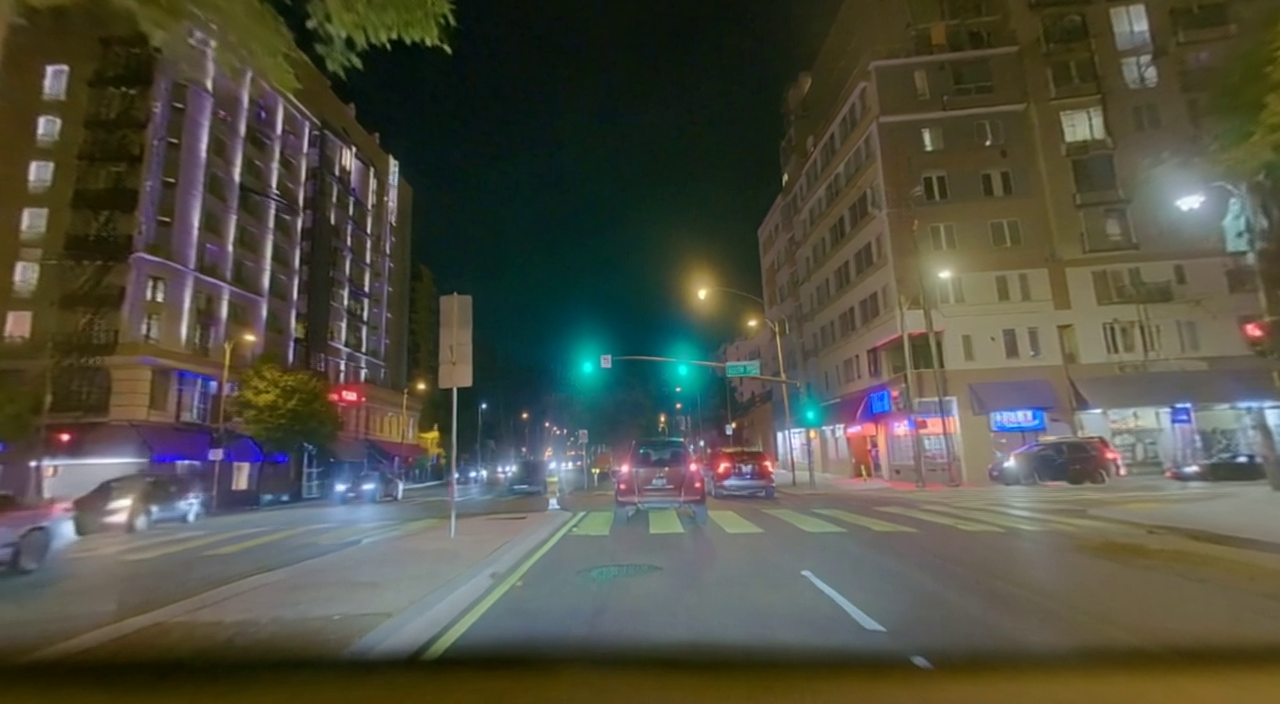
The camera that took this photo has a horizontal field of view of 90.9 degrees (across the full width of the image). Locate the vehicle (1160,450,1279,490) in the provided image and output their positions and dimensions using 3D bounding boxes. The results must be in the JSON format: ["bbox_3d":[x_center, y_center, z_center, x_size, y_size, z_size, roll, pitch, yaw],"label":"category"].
[{"bbox_3d":[23.071,4.582,24.679,3.919,1.446,1.721,0,-9,-2],"label":"vehicle"}]

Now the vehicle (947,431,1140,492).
[{"bbox_3d":[14.031,3.855,22.272,5.156,2.005,2.122,-1,-9,6],"label":"vehicle"}]

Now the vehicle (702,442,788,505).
[{"bbox_3d":[3.220,3.793,20.149,1.939,1.746,4.091,0,-9,-2],"label":"vehicle"}]

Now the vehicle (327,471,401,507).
[{"bbox_3d":[-14.165,7.045,32.689,1.856,1.521,4.309,0,-9,0],"label":"vehicle"}]

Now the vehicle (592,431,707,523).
[{"bbox_3d":[0.154,2.734,14.313,2.209,1.748,4.130,0,-9,-1],"label":"vehicle"}]

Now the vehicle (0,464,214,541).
[{"bbox_3d":[-17.330,4.838,21.065,2.185,1.998,5.820,0,-9,-1],"label":"vehicle"}]
